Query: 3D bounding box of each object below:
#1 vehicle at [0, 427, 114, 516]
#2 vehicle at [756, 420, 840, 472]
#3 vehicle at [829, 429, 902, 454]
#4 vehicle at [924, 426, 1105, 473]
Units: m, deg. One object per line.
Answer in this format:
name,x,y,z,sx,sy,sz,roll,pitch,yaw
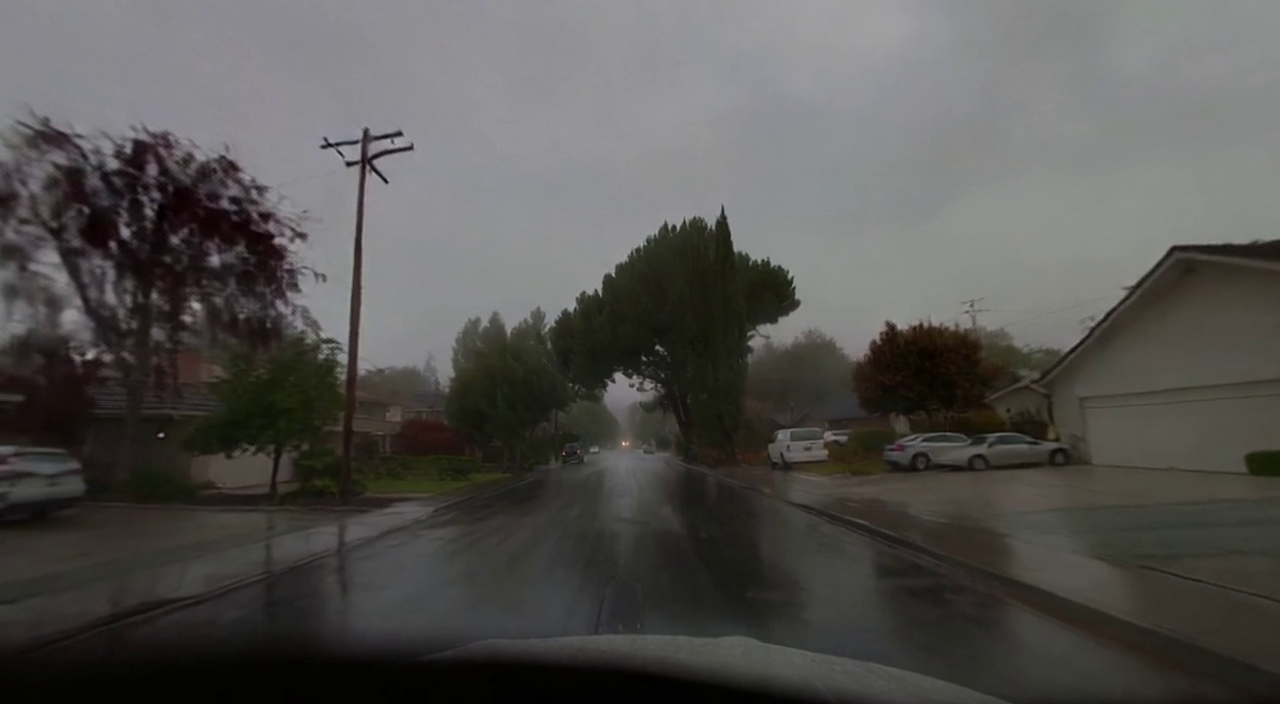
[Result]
vehicle,-15.046,2.619,14.066,4.578,1.808,2.162,0,-8,-4
vehicle,6.851,4.161,28.001,2.233,1.923,4.848,-4,-8,-2
vehicle,14.601,5.838,41.040,4.045,1.570,1.864,0,-8,-1
vehicle,12.108,3.180,20.663,4.686,1.466,1.869,0,-8,0
